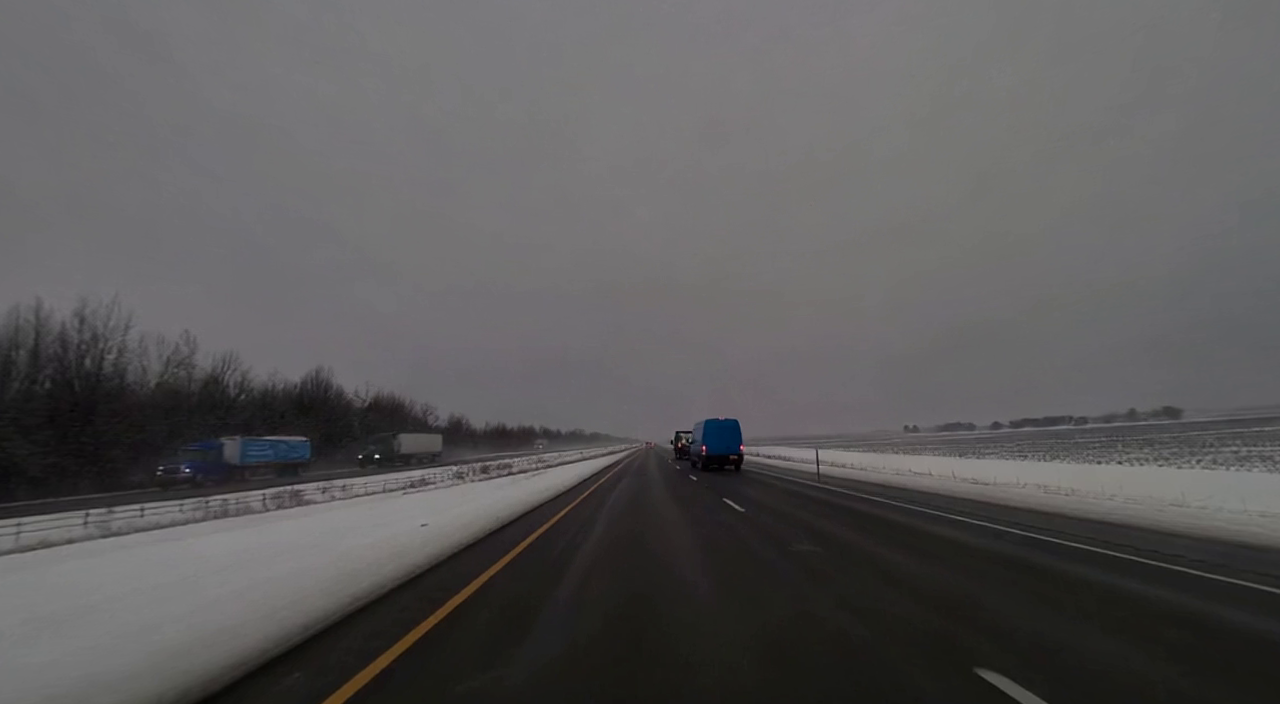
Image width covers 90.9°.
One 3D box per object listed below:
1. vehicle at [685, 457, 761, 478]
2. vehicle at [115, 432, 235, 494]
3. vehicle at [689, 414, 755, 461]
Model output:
[{"bbox_3d":[3.910,5.645,31.116,2.702,0.824,6.391,0,-8,-2],"label":"vehicle"},{"bbox_3d":[-32.766,7.789,44.884,3.025,3.975,6.964,0,-8,0],"label":"vehicle"},{"bbox_3d":[3.879,4.300,31.057,2.444,2.053,5.616,-1,-9,0],"label":"vehicle"}]
